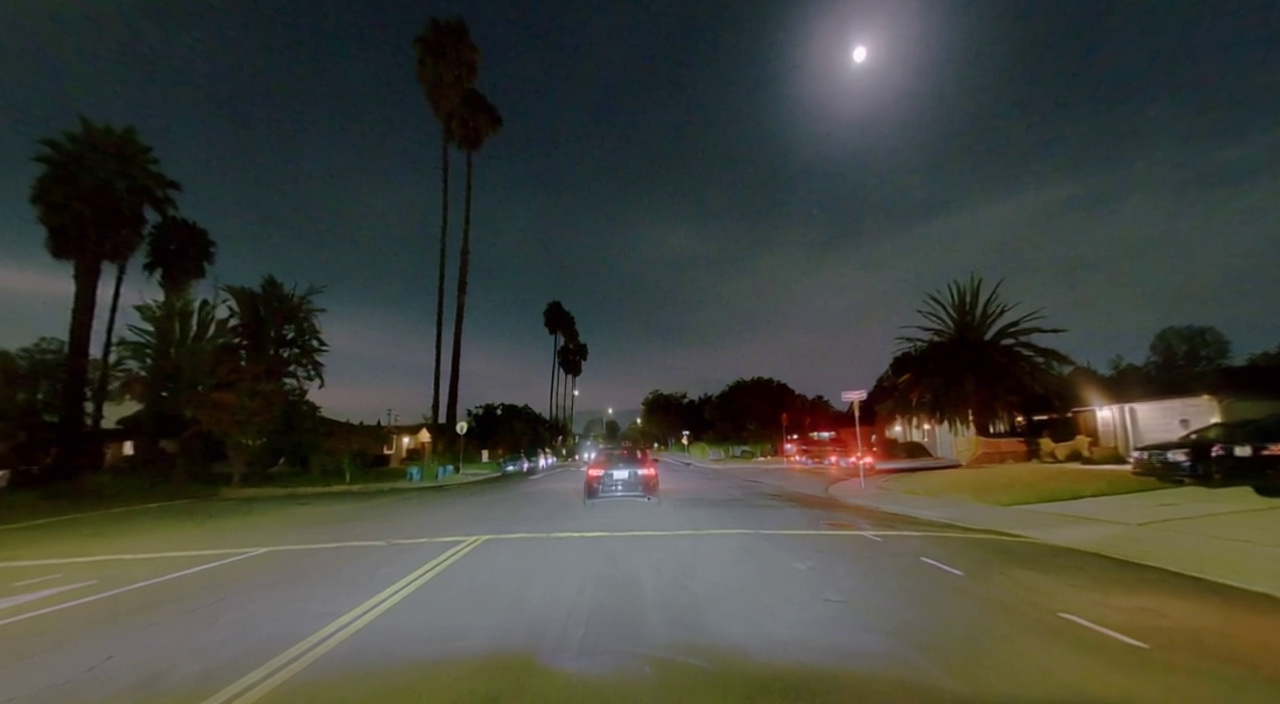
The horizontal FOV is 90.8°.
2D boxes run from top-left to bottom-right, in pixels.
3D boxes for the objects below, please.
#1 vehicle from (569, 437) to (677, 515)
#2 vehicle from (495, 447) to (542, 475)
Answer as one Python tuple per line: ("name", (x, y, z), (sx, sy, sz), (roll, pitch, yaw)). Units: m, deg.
("vehicle", (-0.379, 2.729, 14.389), (2.098, 1.483, 4.099), (0, -9, -1))
("vehicle", (-7.978, 7.179, 41.865), (2.069, 1.441, 4.368), (-3, -7, 1))
